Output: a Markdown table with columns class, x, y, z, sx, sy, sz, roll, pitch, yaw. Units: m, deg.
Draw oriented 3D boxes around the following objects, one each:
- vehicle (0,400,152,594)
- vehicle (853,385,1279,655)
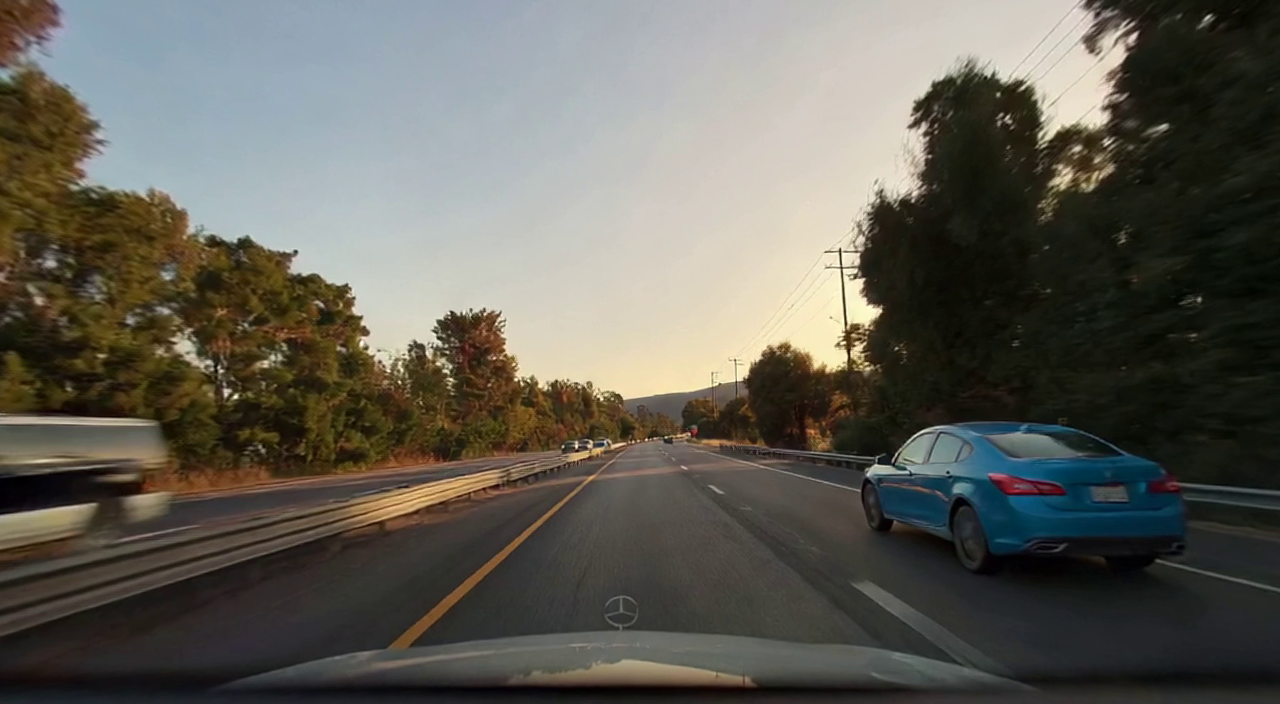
| class | x | y | z | sx | sy | sz | roll | pitch | yaw |
| --- | --- | --- | --- | --- | --- | --- | --- | --- | --- |
| vehicle | -7.334 | 1.292 | 5.265 | 2.416 | 1.843 | 5.072 | 0 | -8 | 0 |
| vehicle | 3.716 | 1.263 | 5.754 | 2.032 | 1.562 | 4.029 | 0 | -8 | -1 |
